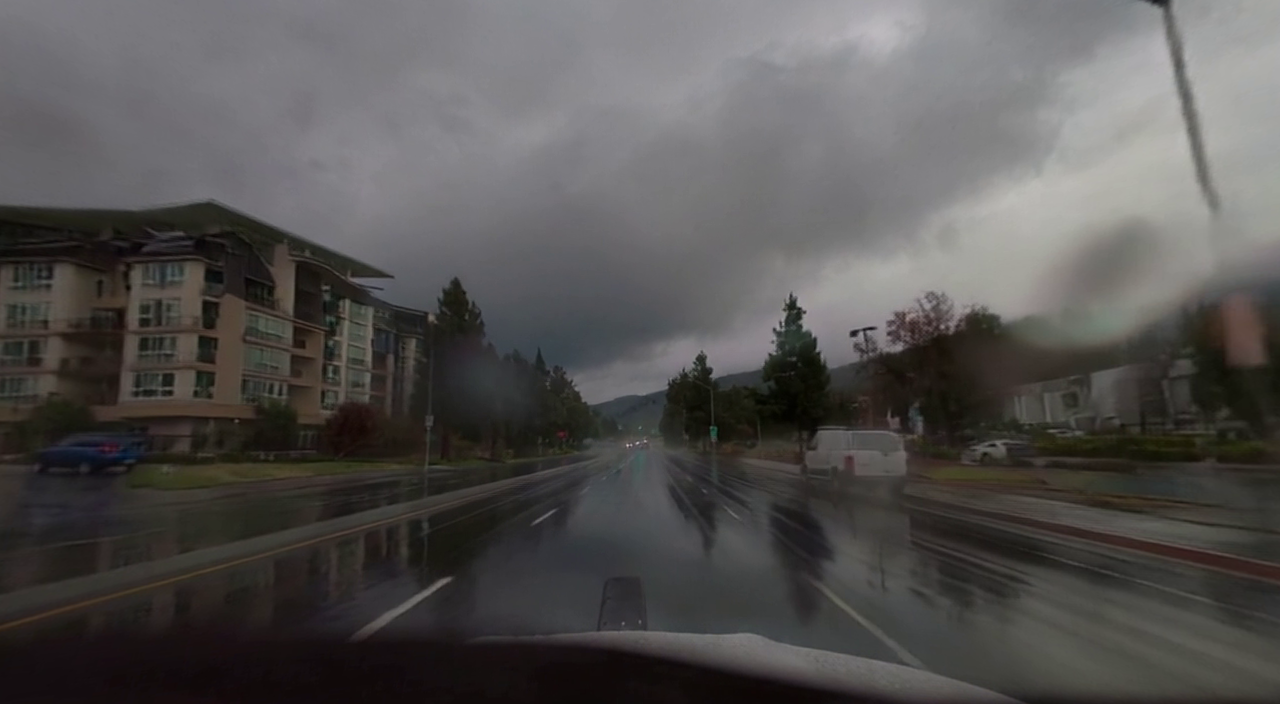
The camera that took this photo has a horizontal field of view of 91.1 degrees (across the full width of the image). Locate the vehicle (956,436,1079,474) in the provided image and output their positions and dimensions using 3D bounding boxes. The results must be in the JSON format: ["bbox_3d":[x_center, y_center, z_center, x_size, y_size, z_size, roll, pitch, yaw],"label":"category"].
[{"bbox_3d":[17.391,4.764,29.066,4.421,1.535,1.869,-2,-7,2],"label":"vehicle"}]

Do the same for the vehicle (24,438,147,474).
[{"bbox_3d":[-26.393,4.962,29.988,4.048,1.601,1.845,0,-8,-2],"label":"vehicle"}]

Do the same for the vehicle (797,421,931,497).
[{"bbox_3d":[7.062,3.465,20.643,2.365,2.138,5.499,0,-8,0],"label":"vehicle"}]
